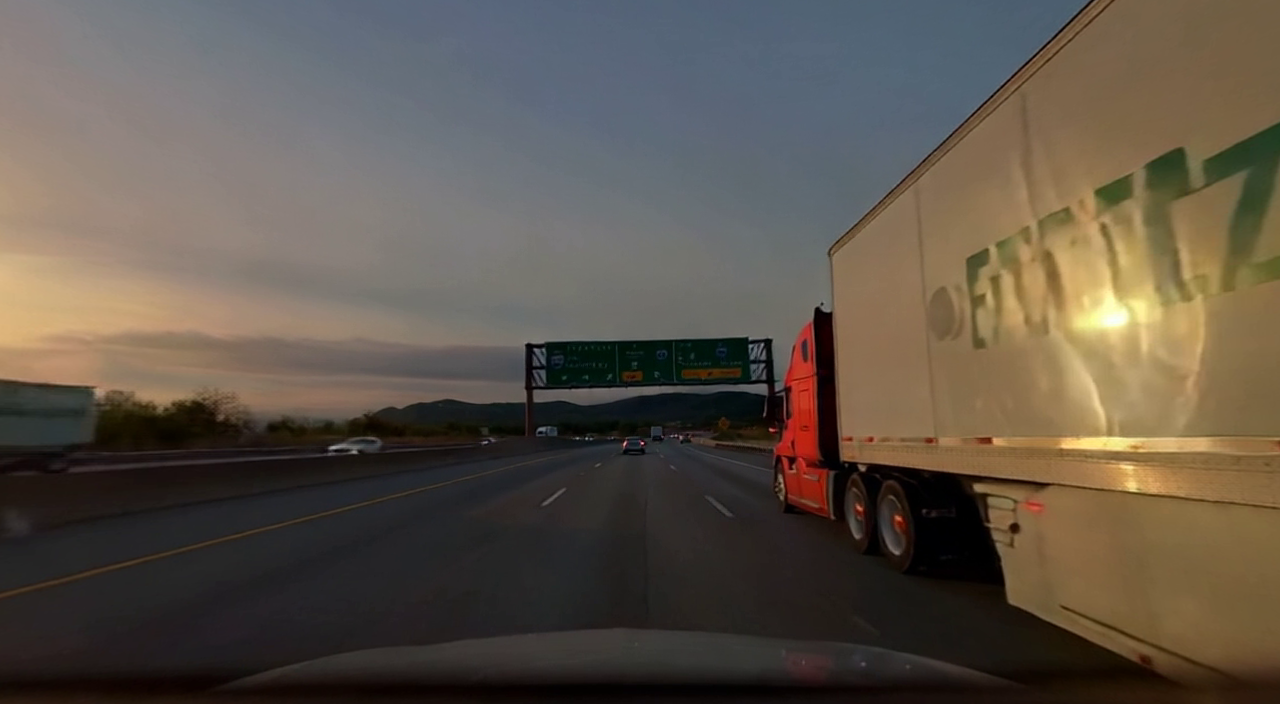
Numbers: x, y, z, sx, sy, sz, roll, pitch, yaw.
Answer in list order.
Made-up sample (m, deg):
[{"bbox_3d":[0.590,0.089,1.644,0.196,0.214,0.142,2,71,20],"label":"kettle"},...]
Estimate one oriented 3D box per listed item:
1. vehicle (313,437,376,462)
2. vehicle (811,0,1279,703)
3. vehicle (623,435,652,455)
[{"bbox_3d":[-18.656,6.149,40.013,1.885,1.505,4.271,0,-8,1],"label":"vehicle"},{"bbox_3d":[3.760,-0.640,0.345,2.976,4.077,14.571,0,-8,-1],"label":"vehicle"},{"bbox_3d":[-0.178,7.214,48.874,2.140,1.475,3.969,0,-8,0],"label":"vehicle"}]
